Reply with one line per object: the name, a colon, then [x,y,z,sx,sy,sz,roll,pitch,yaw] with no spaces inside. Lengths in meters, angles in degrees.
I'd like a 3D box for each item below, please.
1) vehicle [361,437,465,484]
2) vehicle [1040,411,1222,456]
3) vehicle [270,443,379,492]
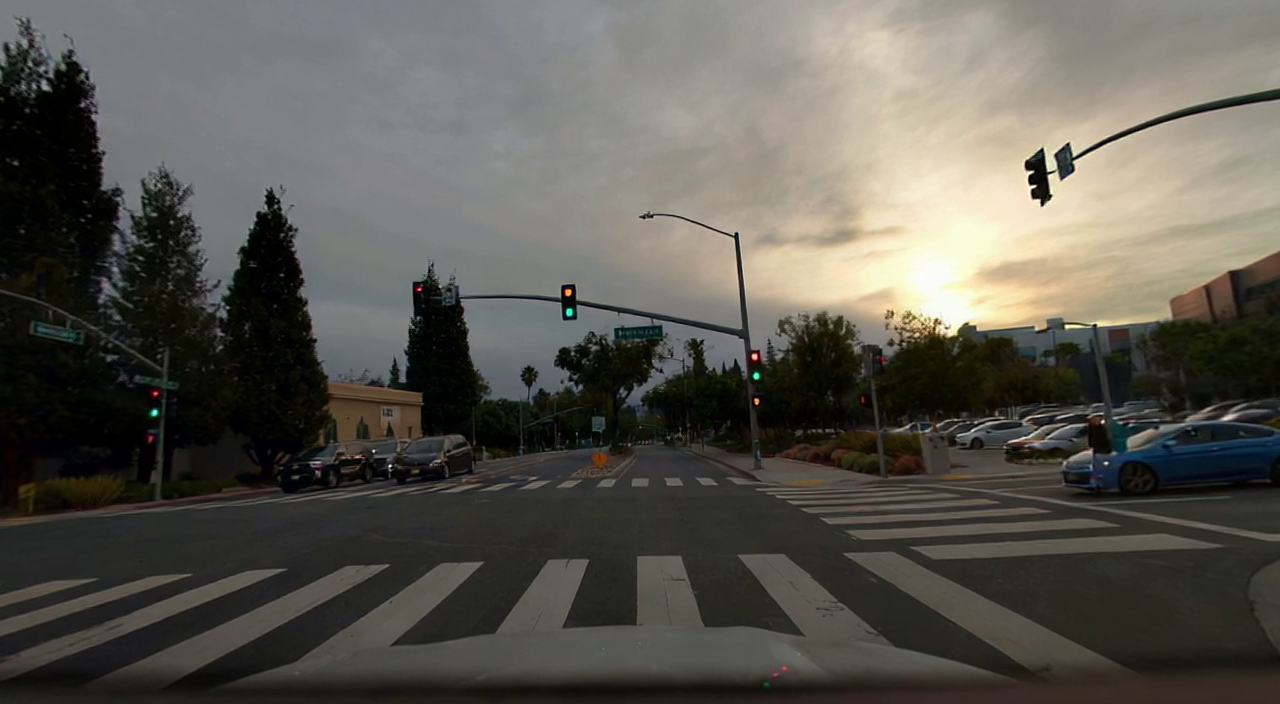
vehicle: [-10.162,4.925,28.983,2.664,1.940,5.702,0,-9,0]
vehicle: [16.942,2.902,22.117,4.560,1.453,1.851,-3,-9,18]
vehicle: [-13.783,5.066,28.060,2.306,1.957,4.968,0,-9,-1]
